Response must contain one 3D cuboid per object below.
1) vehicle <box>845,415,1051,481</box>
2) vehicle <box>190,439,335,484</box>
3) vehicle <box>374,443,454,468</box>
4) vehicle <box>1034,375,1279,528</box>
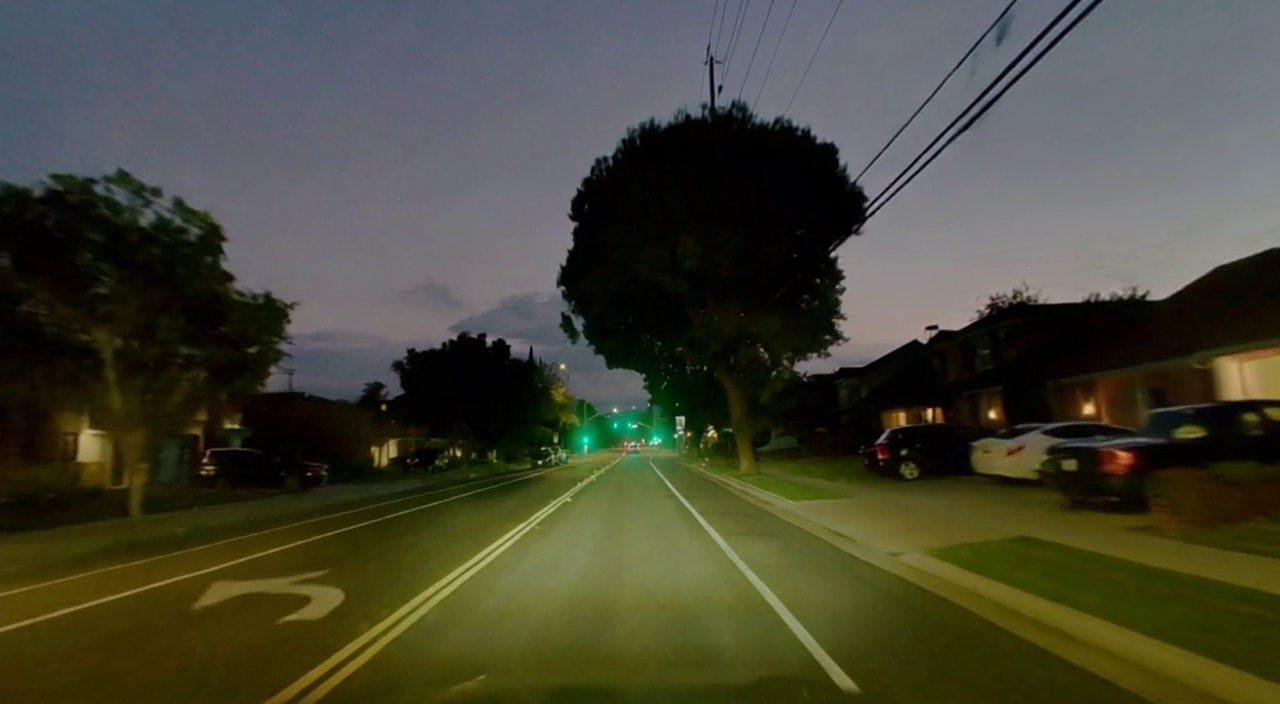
[{"bbox_3d":[9.256,2.936,19.386,5.212,1.853,2.062,0,-8,1],"label":"vehicle"},{"bbox_3d":[-15.113,4.391,25.502,4.501,1.689,2.106,0,-8,1],"label":"vehicle"},{"bbox_3d":[-15.238,6.977,42.822,4.651,1.615,1.961,0,-8,2],"label":"vehicle"},{"bbox_3d":[8.843,1.424,9.173,4.747,1.942,2.158,0,-8,0],"label":"vehicle"}]
